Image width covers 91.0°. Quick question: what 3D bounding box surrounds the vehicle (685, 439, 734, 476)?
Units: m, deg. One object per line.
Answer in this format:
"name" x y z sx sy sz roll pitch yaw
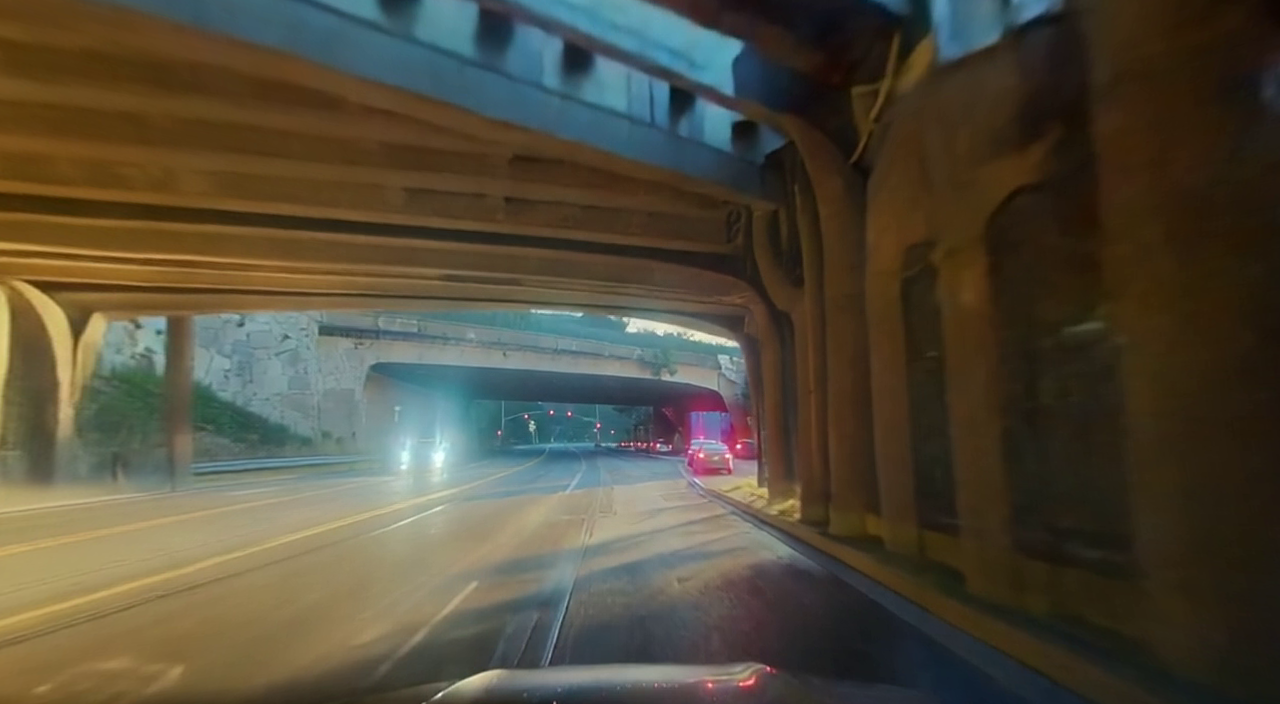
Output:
"vehicle" 2.976 4.553 27.346 1.947 1.475 3.962 -1 -8 5
